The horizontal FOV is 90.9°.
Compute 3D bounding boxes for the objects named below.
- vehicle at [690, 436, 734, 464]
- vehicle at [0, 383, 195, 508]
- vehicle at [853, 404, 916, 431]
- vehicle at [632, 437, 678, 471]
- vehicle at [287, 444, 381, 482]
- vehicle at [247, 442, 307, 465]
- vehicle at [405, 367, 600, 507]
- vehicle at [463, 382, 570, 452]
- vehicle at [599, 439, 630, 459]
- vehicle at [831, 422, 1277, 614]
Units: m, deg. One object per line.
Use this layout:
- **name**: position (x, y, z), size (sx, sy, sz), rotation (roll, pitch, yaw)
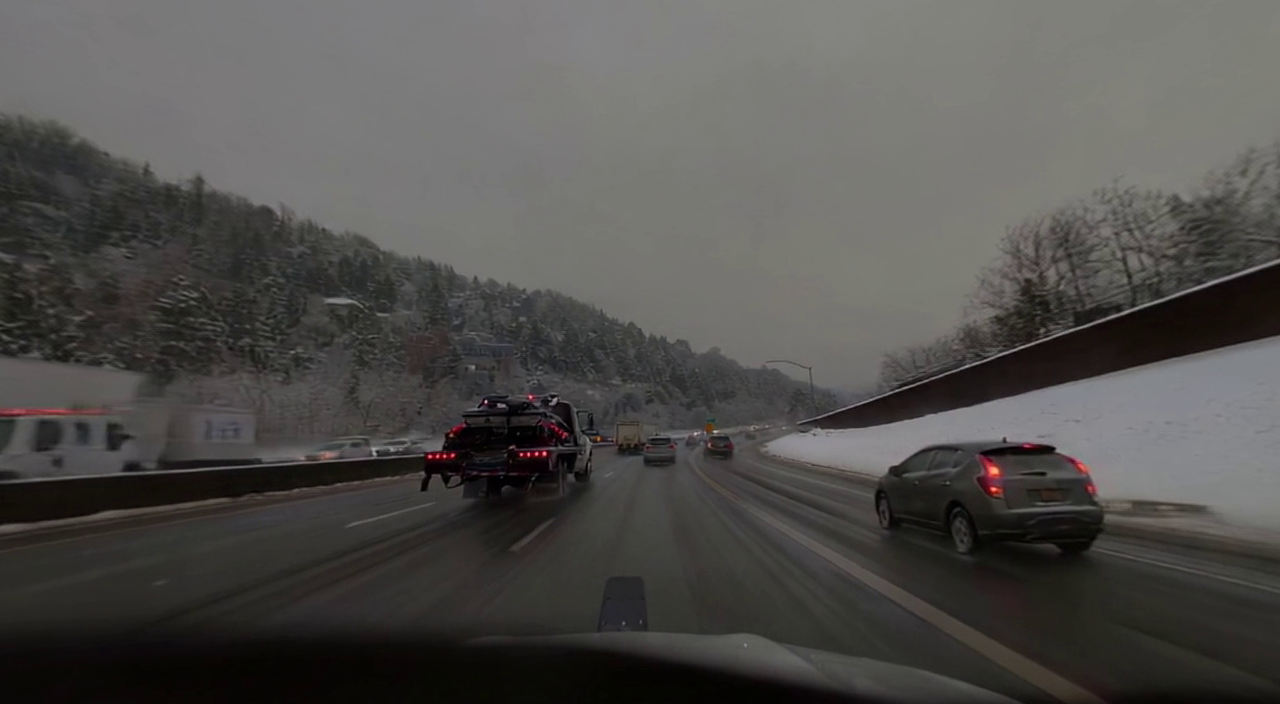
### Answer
- **vehicle**: position (4.281, 5.927, 38.235), size (2.075, 1.614, 4.682), rotation (0, -8, -1)
- **vehicle**: position (-13.435, 2.126, 14.337), size (2.548, 2.365, 5.452), rotation (0, -8, 1)
- **vehicle**: position (14.814, 4.039, 38.500), size (1.930, 1.454, 4.126), rotation (0, -8, -4)
- **vehicle**: position (0.694, 4.841, 30.185), size (2.079, 1.499, 3.915), rotation (0, -8, 1)
- **vehicle**: position (-12.594, 4.561, 26.240), size (1.877, 1.403, 3.836), rotation (0, -8, 2)
- **vehicle**: position (-27.035, 7.561, 47.161), size (1.825, 1.670, 4.151), rotation (-1, -8, 3)
- **vehicle**: position (-3.244, 2.529, 18.571), size (3.162, 2.955, 10.282), rotation (0, -8, 2)
- **vehicle**: position (-3.230, 1.910, 17.532), size (1.893, 1.674, 4.766), rotation (0, -8, 2)
- **vehicle**: position (-1.880, 7.426, 48.237), size (2.016, 1.450, 4.310), rotation (0, -8, 2)
- **vehicle**: position (3.929, 1.616, 7.156), size (2.040, 1.481, 4.260), rotation (0, -8, -2)
